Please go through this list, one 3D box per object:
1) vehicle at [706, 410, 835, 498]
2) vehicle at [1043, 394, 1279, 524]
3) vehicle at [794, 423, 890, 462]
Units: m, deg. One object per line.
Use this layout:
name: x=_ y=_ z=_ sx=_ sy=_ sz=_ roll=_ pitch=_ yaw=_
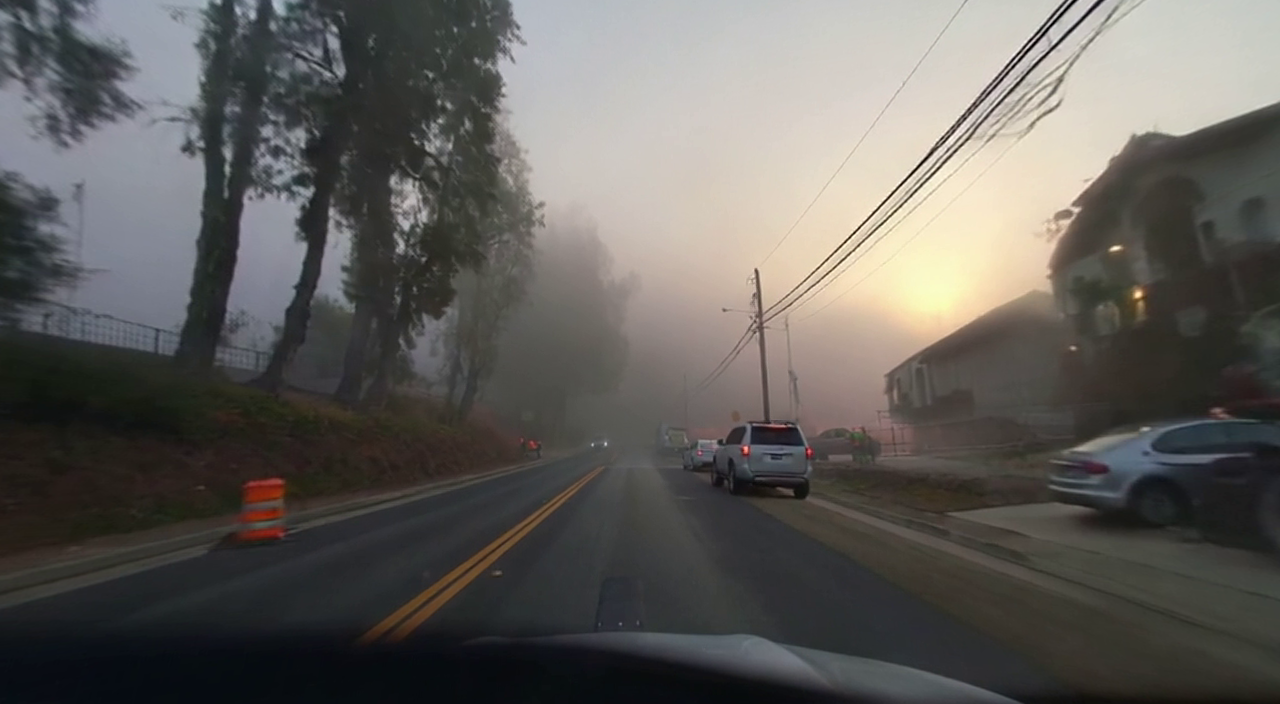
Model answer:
vehicle: x=3.166 y=2.627 z=16.576 sx=2.293 sy=1.957 sz=4.934 roll=0 pitch=-8 yaw=0
vehicle: x=8.883 y=1.513 z=9.163 sx=4.501 sy=1.643 sz=2.185 roll=0 pitch=-8 yaw=3
vehicle: x=11.118 y=5.015 z=35.090 sx=4.633 sy=2.059 sz=2.050 roll=0 pitch=-8 yaw=2
